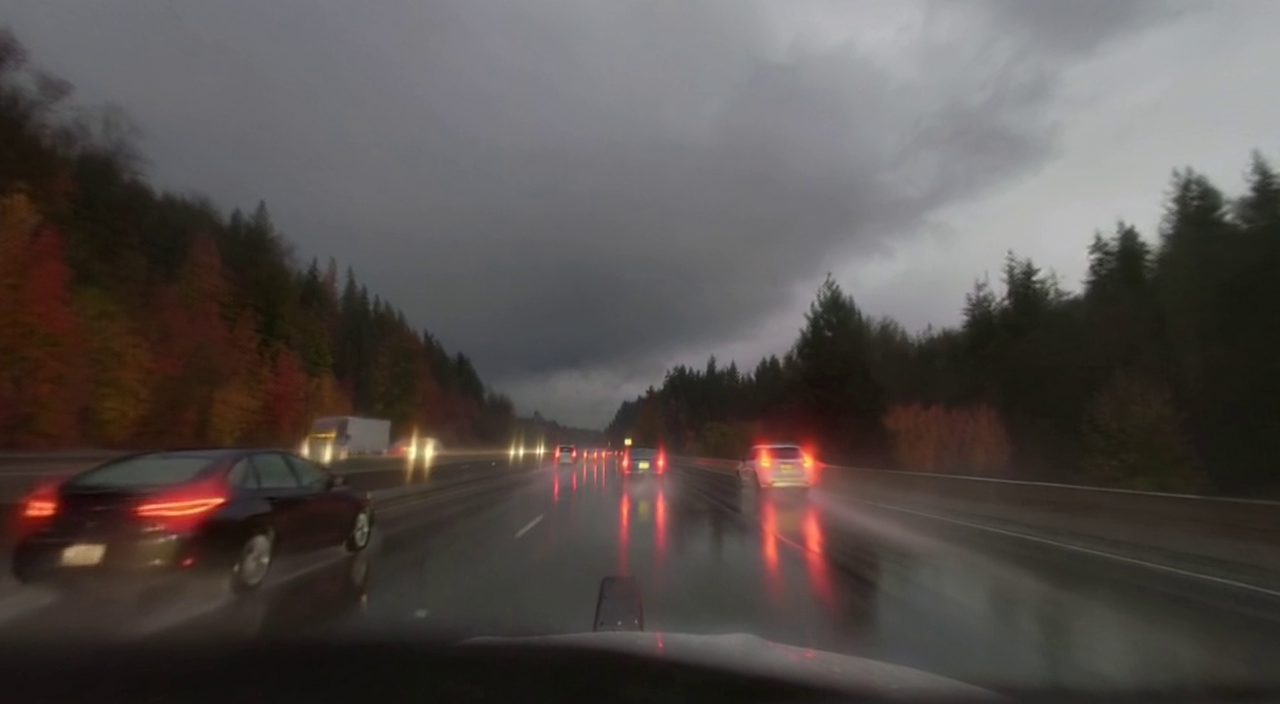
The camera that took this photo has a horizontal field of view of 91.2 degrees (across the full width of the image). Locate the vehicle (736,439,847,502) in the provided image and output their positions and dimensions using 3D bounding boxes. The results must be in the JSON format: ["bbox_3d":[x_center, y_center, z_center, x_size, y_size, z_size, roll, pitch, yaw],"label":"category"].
[{"bbox_3d":[4.186,3.350,18.176,2.035,1.571,4.413,0,-9,-1],"label":"vehicle"}]

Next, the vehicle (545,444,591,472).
[{"bbox_3d":[-4.659,6.912,41.087,2.545,1.679,4.267,0,-9,0],"label":"vehicle"}]

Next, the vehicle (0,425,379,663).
[{"bbox_3d":[-4.394,1.516,6.030,2.017,1.469,4.113,0,-9,-1],"label":"vehicle"}]

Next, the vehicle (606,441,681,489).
[{"bbox_3d":[0.094,4.308,24.297,2.634,1.679,4.070,0,-9,-1],"label":"vehicle"}]

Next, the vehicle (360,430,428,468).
[{"bbox_3d":[-18.291,7.261,47.015,2.331,2.589,6.819,0,-9,0],"label":"vehicle"}]
